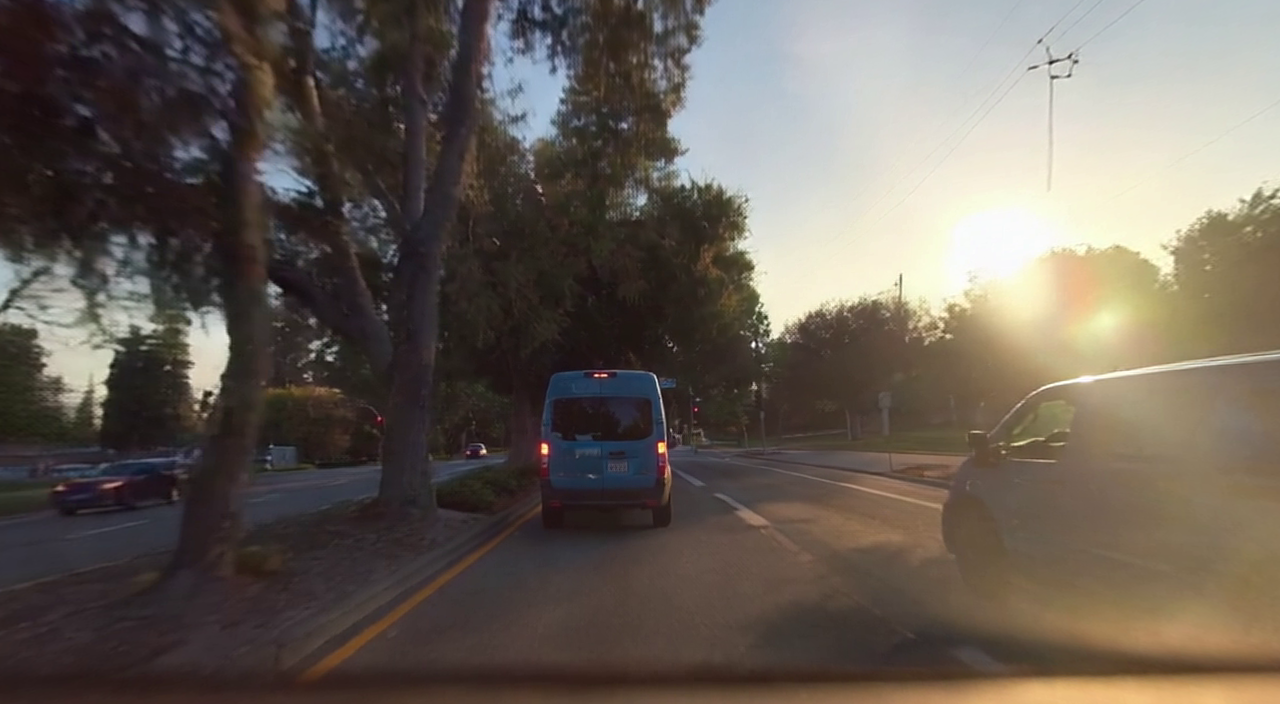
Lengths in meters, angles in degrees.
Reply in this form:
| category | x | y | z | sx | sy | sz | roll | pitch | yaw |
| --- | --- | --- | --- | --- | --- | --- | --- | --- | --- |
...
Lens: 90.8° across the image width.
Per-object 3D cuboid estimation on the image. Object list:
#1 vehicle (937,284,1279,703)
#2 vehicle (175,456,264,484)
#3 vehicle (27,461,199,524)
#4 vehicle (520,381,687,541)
| category | x | y | z | sx | sy | sz | roll | pitch | yaw |
| --- | --- | --- | --- | --- | --- | --- | --- | --- | --- |
| vehicle | 3.682 | 0.806 | 3.612 | 1.988 | 1.873 | 3.968 | 0 | -9 | 0 |
| vehicle | -28.664 | 8.029 | 43.126 | 4.857 | 1.729 | 2.029 | -1 | -9 | 9 |
| vehicle | -15.121 | 3.994 | 18.503 | 1.833 | 1.504 | 4.141 | 1 | -9 | -8 |
| vehicle | -0.422 | 1.719 | 10.357 | 2.145 | 2.046 | 4.309 | 0 | -9 | 1 |
